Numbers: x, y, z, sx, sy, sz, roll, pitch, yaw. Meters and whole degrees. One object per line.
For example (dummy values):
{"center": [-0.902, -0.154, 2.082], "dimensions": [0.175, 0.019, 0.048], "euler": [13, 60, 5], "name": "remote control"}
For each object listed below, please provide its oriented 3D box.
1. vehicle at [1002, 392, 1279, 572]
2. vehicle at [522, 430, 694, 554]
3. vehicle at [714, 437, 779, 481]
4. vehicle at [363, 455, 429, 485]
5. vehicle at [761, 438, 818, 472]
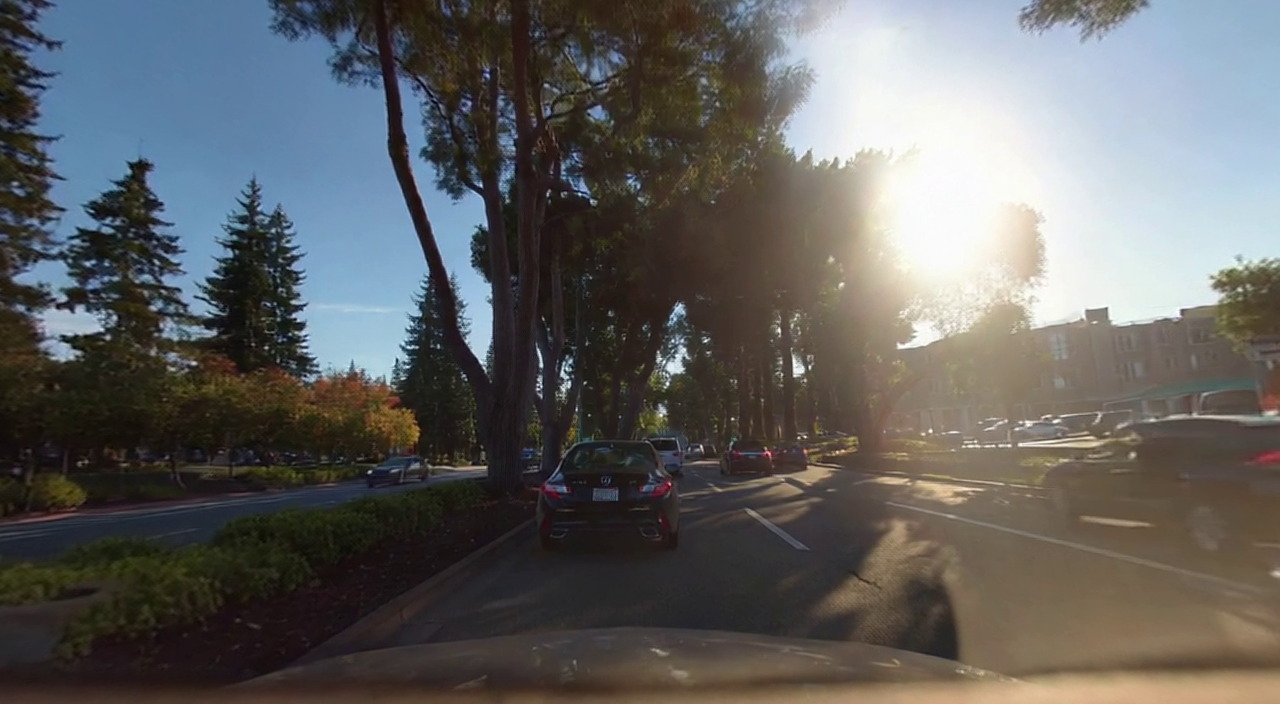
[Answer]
{"center": [7.625, 1.664, 8.687], "dimensions": [2.165, 1.806, 5.243], "euler": [0, -8, 1], "name": "vehicle"}
{"center": [-0.357, 2.023, 9.791], "dimensions": [2.111, 1.506, 4.018], "euler": [0, -8, 1], "name": "vehicle"}
{"center": [4.271, 4.367, 25.828], "dimensions": [1.971, 1.637, 4.317], "euler": [0, -8, 1], "name": "vehicle"}
{"center": [-13.538, 6.554, 35.165], "dimensions": [1.900, 1.508, 4.459], "euler": [0, -8, 0], "name": "vehicle"}
{"center": [8.108, 5.637, 34.520], "dimensions": [2.064, 1.747, 4.372], "euler": [0, -8, 1], "name": "vehicle"}
